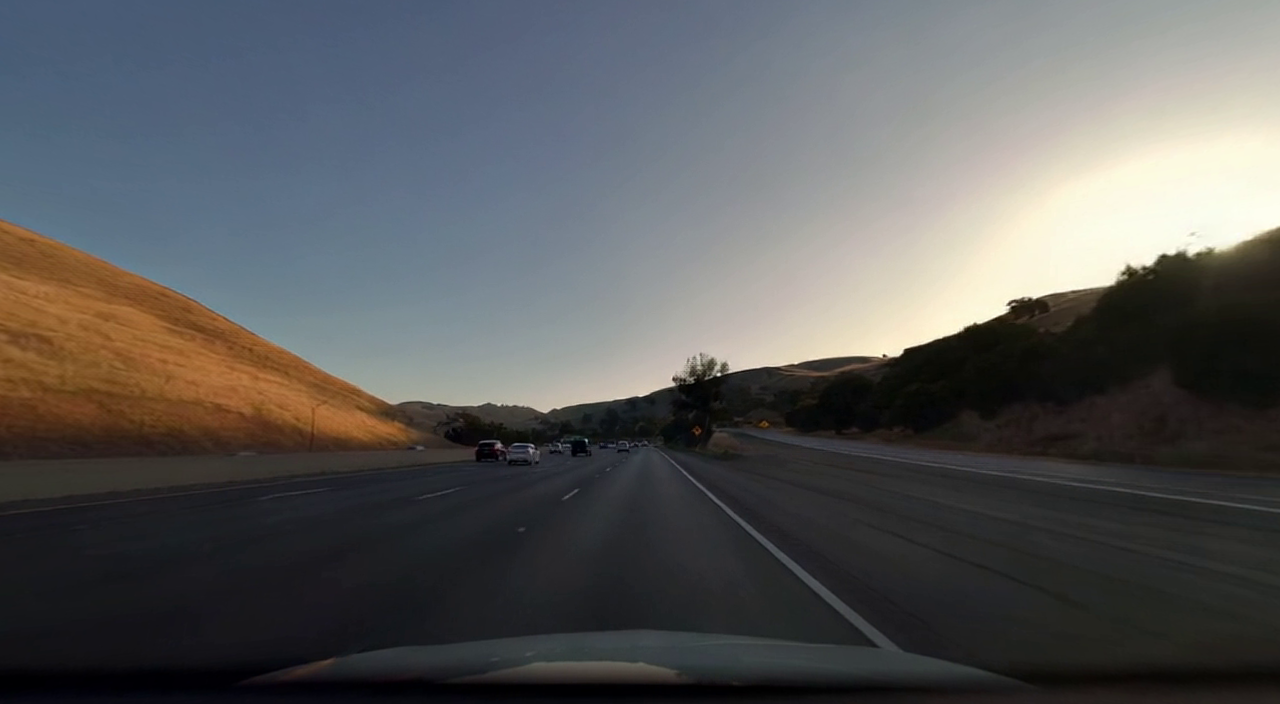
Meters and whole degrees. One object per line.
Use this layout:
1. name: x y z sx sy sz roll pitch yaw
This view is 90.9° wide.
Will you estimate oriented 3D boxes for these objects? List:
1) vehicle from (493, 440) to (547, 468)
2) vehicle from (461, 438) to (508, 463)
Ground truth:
1. vehicle: -6.814 5.843 36.196 2.107 1.484 4.449 0 -9 2
2. vehicle: -11.114 7.083 45.401 2.020 1.645 4.629 0 -9 2
